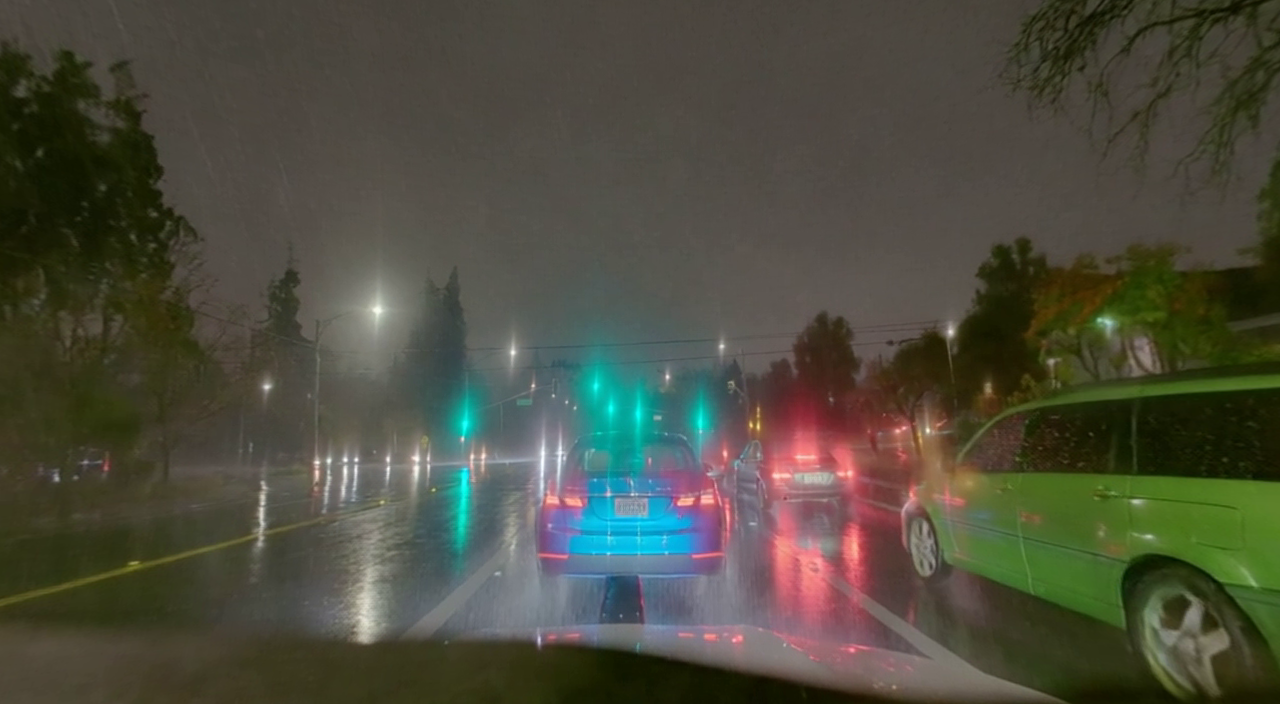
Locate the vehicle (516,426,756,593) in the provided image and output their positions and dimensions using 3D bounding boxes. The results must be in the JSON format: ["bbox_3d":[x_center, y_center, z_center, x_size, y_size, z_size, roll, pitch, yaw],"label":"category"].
[{"bbox_3d":[-0.084,1.742,7.897,2.186,1.500,4.141,0,-8,-1],"label":"vehicle"}]

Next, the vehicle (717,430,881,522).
[{"bbox_3d":[2.956,2.422,12.928,1.971,1.517,4.521,0,-8,-3],"label":"vehicle"}]

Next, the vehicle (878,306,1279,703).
[{"bbox_3d":[3.361,0.955,3.928,2.006,1.766,4.345,0,-8,0],"label":"vehicle"}]

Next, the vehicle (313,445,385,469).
[{"bbox_3d":[-19.891,7.189,43.338,3.957,1.630,1.881,0,-8,0],"label":"vehicle"}]

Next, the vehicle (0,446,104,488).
[{"bbox_3d":[-22.532,4.210,23.273,4.092,1.438,1.639,-1,-8,1],"label":"vehicle"}]
